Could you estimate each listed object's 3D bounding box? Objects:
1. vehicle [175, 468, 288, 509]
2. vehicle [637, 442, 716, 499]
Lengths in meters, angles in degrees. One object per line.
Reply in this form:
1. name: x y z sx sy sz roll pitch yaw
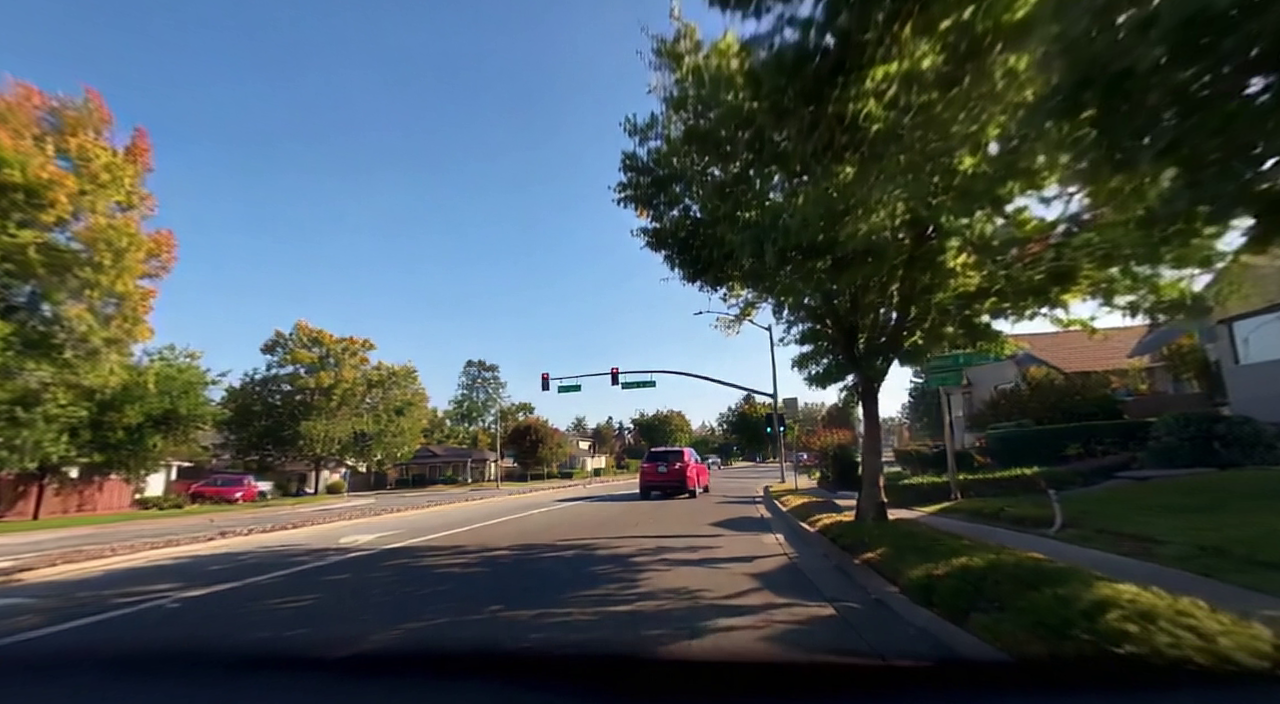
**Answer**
1. vehicle: -22.769 7.605 35.432 2.332 1.896 5.688 -1 -9 3
2. vehicle: 1.492 4.366 23.717 2.059 1.908 4.714 -3 -9 15
